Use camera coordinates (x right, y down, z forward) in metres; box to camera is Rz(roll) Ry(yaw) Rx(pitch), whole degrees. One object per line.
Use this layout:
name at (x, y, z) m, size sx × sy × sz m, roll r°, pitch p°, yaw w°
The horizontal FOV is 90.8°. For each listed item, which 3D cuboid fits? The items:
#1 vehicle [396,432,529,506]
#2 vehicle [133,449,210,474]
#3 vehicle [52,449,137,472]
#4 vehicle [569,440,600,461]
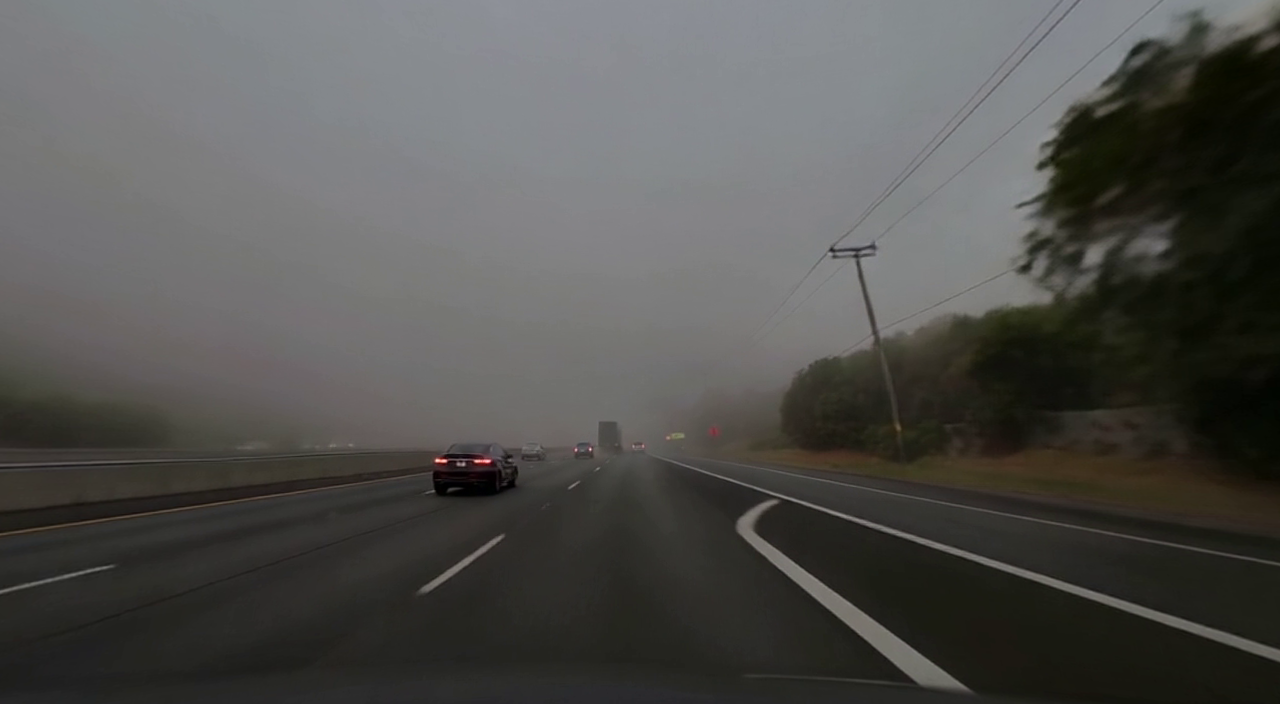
vehicle at (-4.128, 2.797, 15.545) m, size 1.963 × 1.533 × 4.477 m, roll 0°, pitch -9°, yaw 0°
vehicle at (-29.974, 7.005, 40.565) m, size 1.916 × 1.471 × 3.905 m, roll 0°, pitch -9°, yaw 1°
vehicle at (-38.739, 7.689, 44.998) m, size 1.931 × 1.538 × 4.631 m, roll 0°, pitch -9°, yaw -1°
vehicle at (-4.164, 7.500, 48.044) m, size 2.038 × 1.533 × 4.103 m, roll 0°, pitch -9°, yaw -1°
